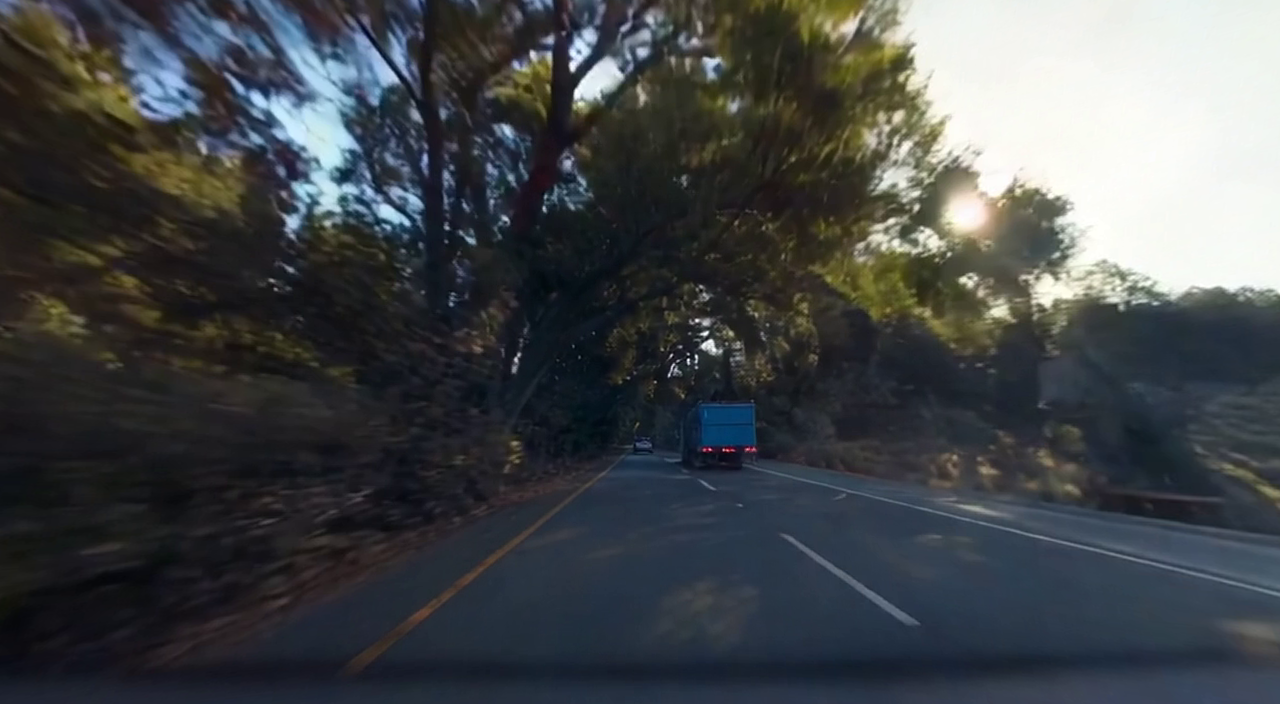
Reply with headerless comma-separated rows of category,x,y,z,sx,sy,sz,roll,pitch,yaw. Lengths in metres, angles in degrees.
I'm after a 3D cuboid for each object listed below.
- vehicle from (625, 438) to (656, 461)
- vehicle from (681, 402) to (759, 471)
vehicle,0.029,7.096,45.822,2.170,1.544,4.373,0,-8,0
vehicle,4.003,4.562,33.462,3.015,3.211,7.982,0,-8,-1
